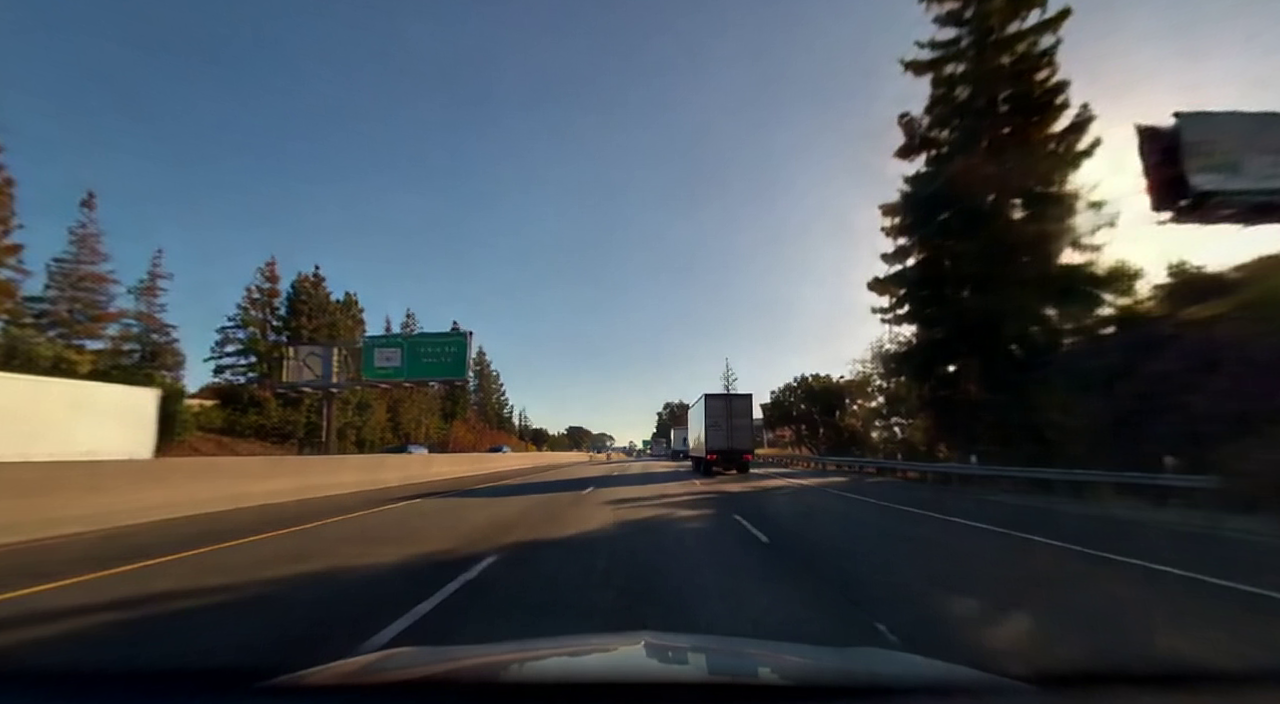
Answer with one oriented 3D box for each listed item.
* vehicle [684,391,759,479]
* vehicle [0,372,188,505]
[{"bbox_3d":[4.476,5.044,37.797,2.826,4.269,14.176,0,-8,1],"label":"vehicle"},{"bbox_3d":[-18.901,2.596,18.707,3.346,3.543,9.948,0,-9,1],"label":"vehicle"}]
